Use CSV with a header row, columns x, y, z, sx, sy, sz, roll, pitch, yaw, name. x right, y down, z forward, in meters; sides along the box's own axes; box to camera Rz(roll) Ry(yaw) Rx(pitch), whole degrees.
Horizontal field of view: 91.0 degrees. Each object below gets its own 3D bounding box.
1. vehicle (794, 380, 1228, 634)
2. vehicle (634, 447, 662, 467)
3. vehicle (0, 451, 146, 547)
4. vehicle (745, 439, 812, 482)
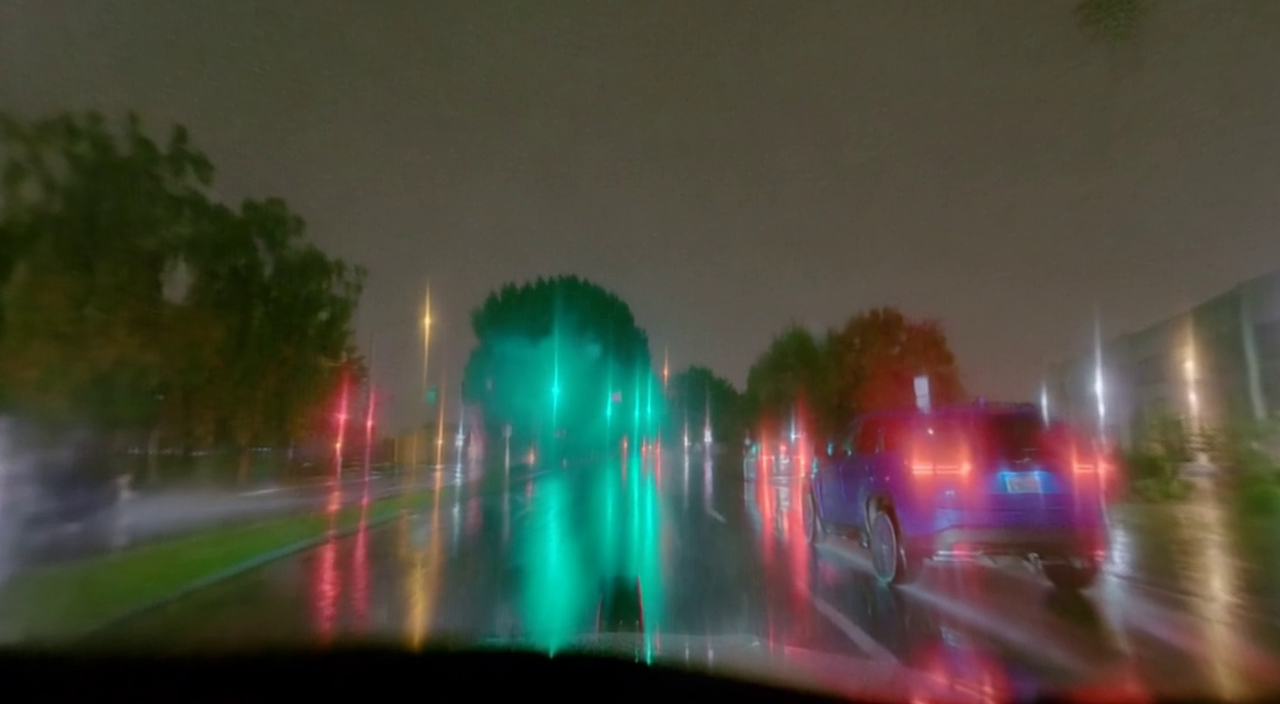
x,y,z,sx,sy,sz,roll,pitch,yaw,name
3.292,1.470,6.920,2.033,1.865,4.360,0,-9,-1,vehicle
0.646,8.062,48.665,2.131,1.474,4.146,0,-8,2,vehicle
-11.362,2.473,10.728,1.955,1.507,4.750,0,-8,1,vehicle
6.391,5.057,29.698,2.085,1.828,5.383,0,-9,2,vehicle
